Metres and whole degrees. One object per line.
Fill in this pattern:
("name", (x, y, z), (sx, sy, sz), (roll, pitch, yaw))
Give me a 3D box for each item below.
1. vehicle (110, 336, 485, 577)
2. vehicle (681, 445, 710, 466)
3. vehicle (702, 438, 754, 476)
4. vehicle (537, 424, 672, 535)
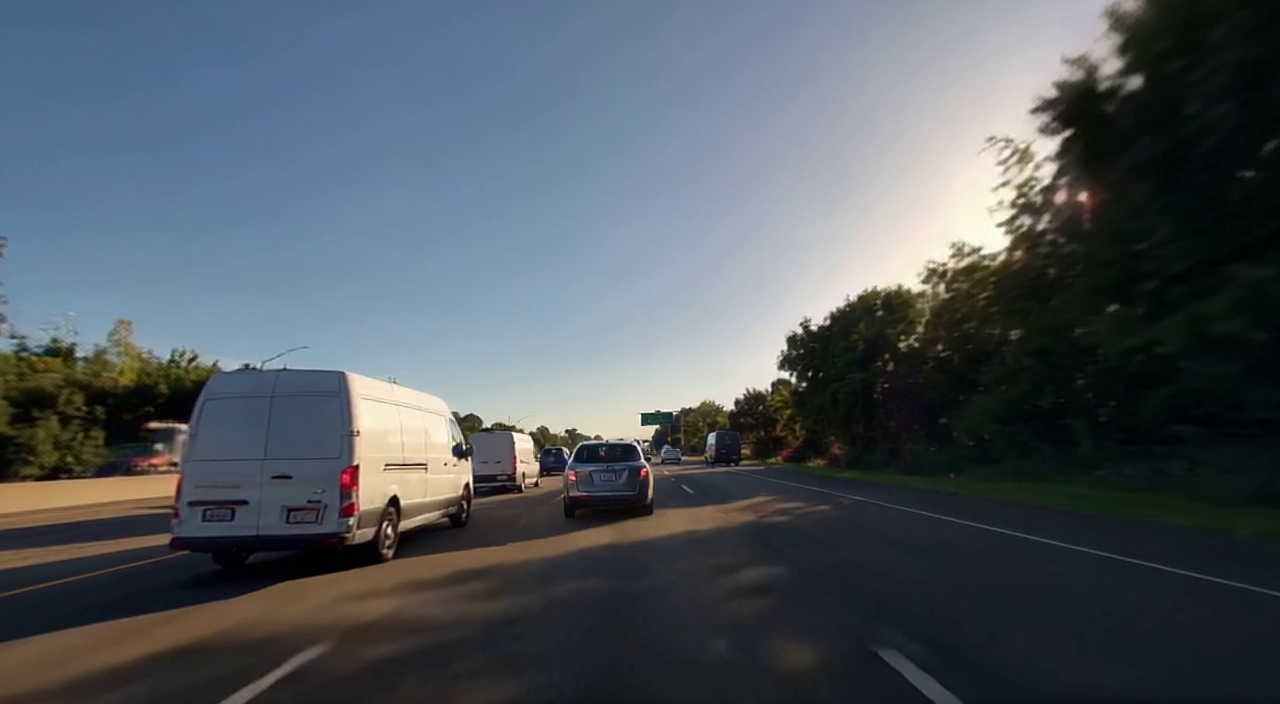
("vehicle", (-4.579, 1.649, 10.372), (2.248, 2.626, 6.837), (0, -9, 0))
("vehicle", (4.185, 7.914, 48.132), (1.874, 1.512, 3.723), (0, -9, -1))
("vehicle", (4.346, 5.277, 31.754), (2.003, 1.754, 4.134), (0, -9, 0))
("vehicle", (-0.561, 2.278, 11.750), (2.093, 1.695, 3.782), (0, -9, 0))
